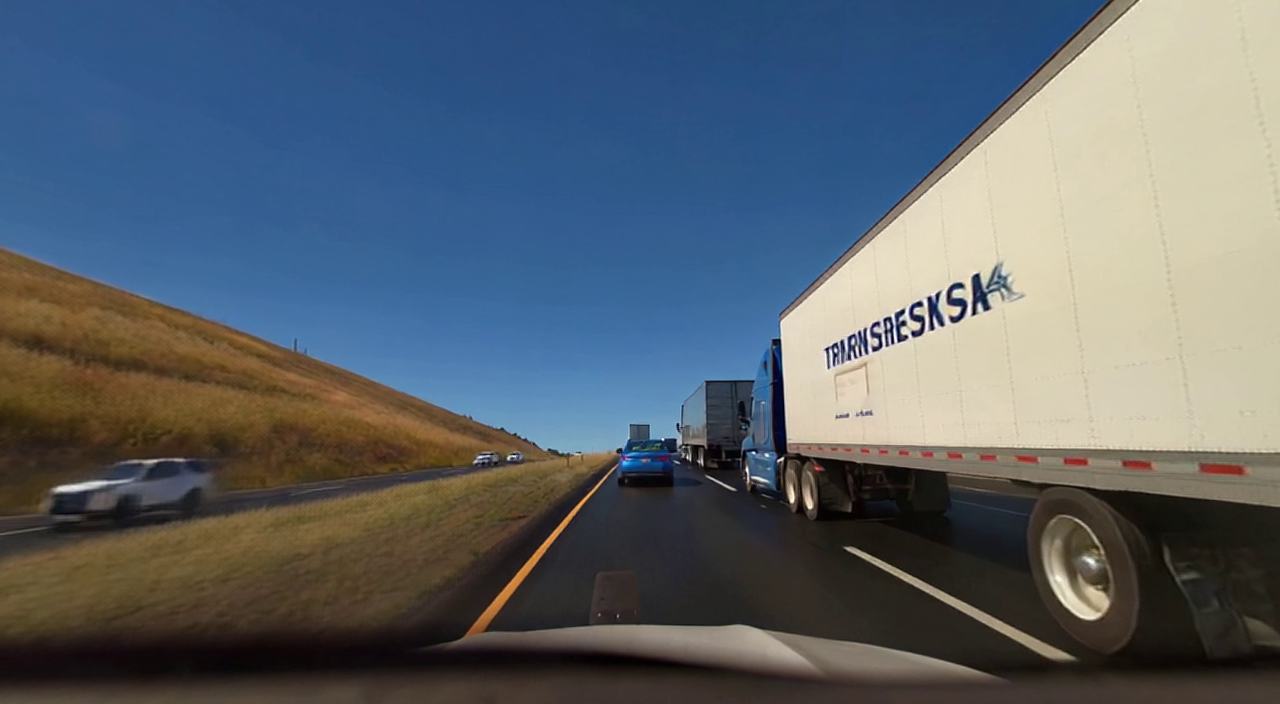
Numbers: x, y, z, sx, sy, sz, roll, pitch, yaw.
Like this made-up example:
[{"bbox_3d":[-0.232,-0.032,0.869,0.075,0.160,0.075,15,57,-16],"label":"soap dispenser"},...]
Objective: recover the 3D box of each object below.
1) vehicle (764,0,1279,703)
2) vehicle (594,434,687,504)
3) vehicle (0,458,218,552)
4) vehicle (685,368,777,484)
[{"bbox_3d":[4.353,-0.124,5.252,3.410,4.438,14.410,0,-8,-1],"label":"vehicle"},{"bbox_3d":[-0.018,2.860,15.834,2.045,1.507,3.763,-1,-8,-1],"label":"vehicle"},{"bbox_3d":[-11.114,2.976,12.909,1.951,1.464,4.370,-1,-8,-1],"label":"vehicle"},{"bbox_3d":[3.859,3.374,27.941,3.235,4.197,9.908,-2,-8,6],"label":"vehicle"}]
